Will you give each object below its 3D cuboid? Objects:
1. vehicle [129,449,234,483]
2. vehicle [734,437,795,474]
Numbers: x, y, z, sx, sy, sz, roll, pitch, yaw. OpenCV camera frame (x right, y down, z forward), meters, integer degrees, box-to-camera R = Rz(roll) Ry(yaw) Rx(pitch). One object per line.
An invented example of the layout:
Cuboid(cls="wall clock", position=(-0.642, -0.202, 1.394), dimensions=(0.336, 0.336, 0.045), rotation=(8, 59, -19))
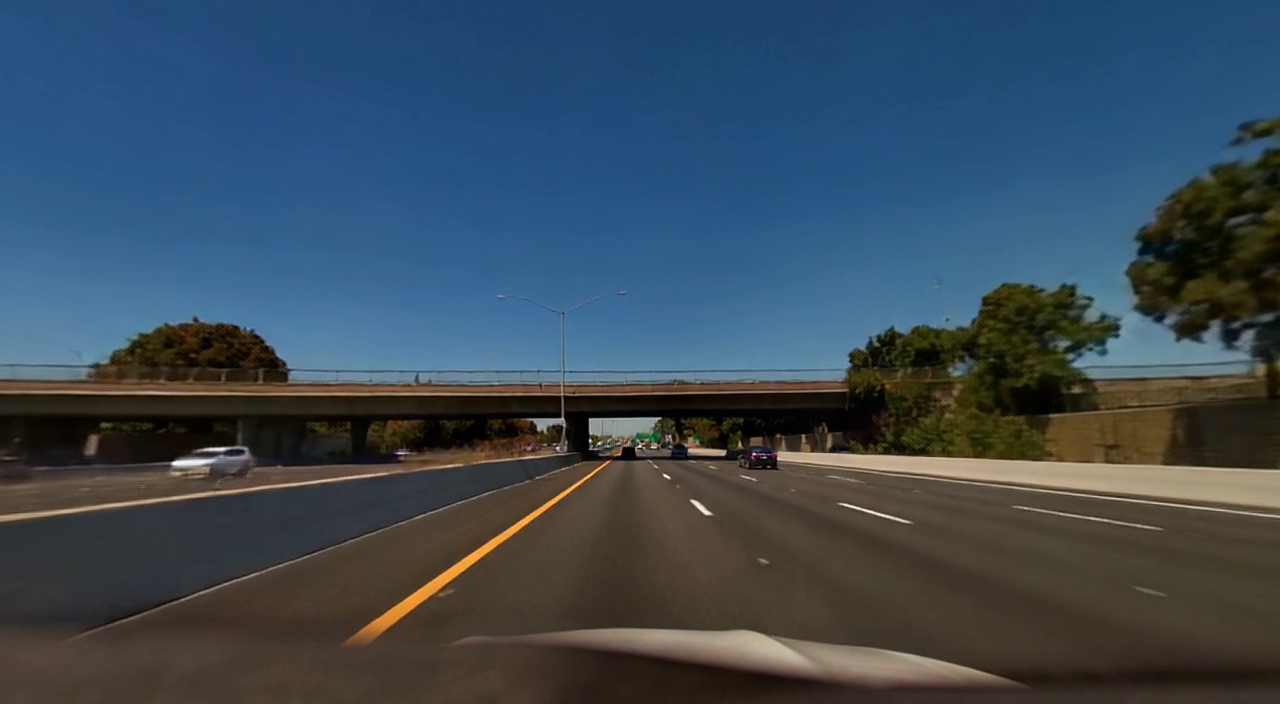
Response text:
Cuboid(cls="vehicle", position=(-22.580, 5.608, 31.363), dimensions=(1.855, 1.501, 4.438), rotation=(0, -9, 0))
Cuboid(cls="vehicle", position=(6.115, 5.139, 31.505), dimensions=(2.030, 1.706, 4.279), rotation=(0, -9, -1))
